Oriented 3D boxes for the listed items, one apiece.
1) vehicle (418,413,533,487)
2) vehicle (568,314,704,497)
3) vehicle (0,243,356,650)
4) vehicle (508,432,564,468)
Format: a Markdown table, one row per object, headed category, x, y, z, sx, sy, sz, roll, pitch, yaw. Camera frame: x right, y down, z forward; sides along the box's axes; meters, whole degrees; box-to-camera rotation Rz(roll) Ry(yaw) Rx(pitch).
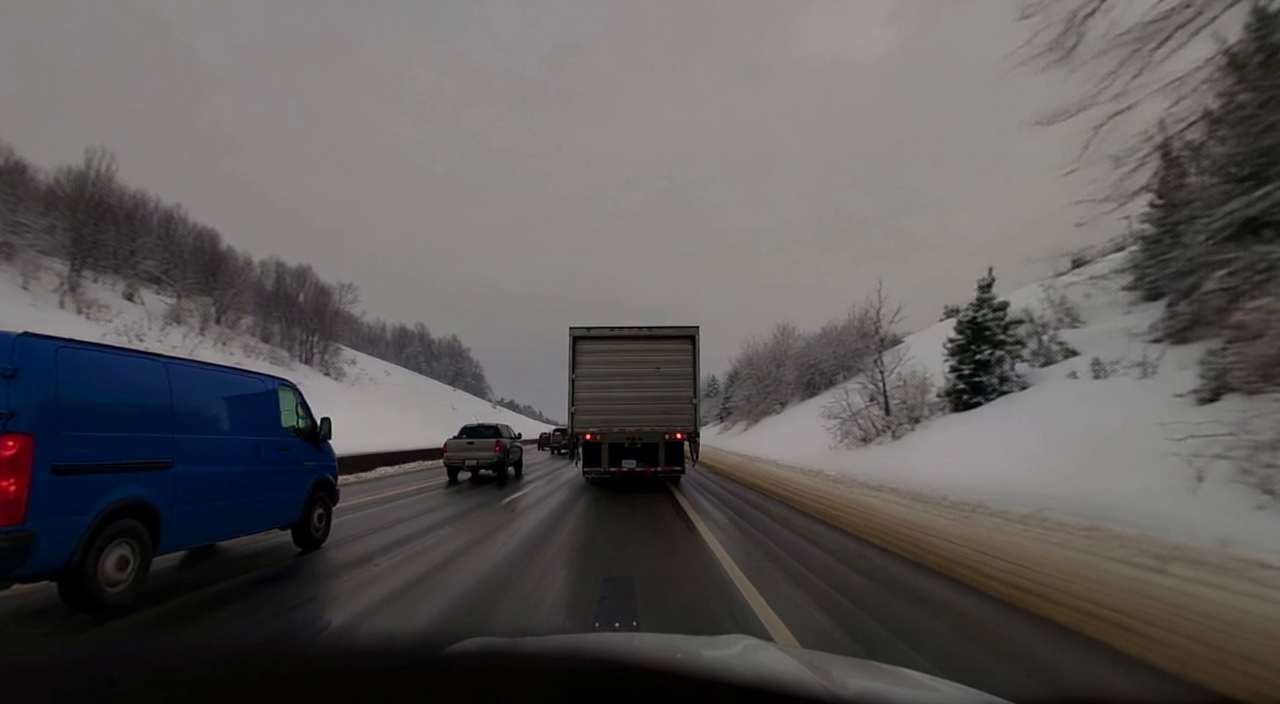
| category | x | y | z | sx | sy | sz | roll | pitch | yaw |
| --- | --- | --- | --- | --- | --- | --- | --- | --- | --- |
| vehicle | -4.860 | 2.983 | 19.447 | 2.168 | 1.985 | 4.952 | 0 | -8 | 0 |
| vehicle | -0.213 | 1.820 | 18.882 | 2.953 | 4.041 | 10.072 | 0 | -8 | -1 |
| vehicle | -5.249 | 0.878 | 6.055 | 2.478 | 2.515 | 5.438 | 0 | -8 | -1 |
| vehicle | -4.856 | 4.617 | 29.948 | 1.931 | 1.539 | 4.441 | 0 | -8 | 0 |
